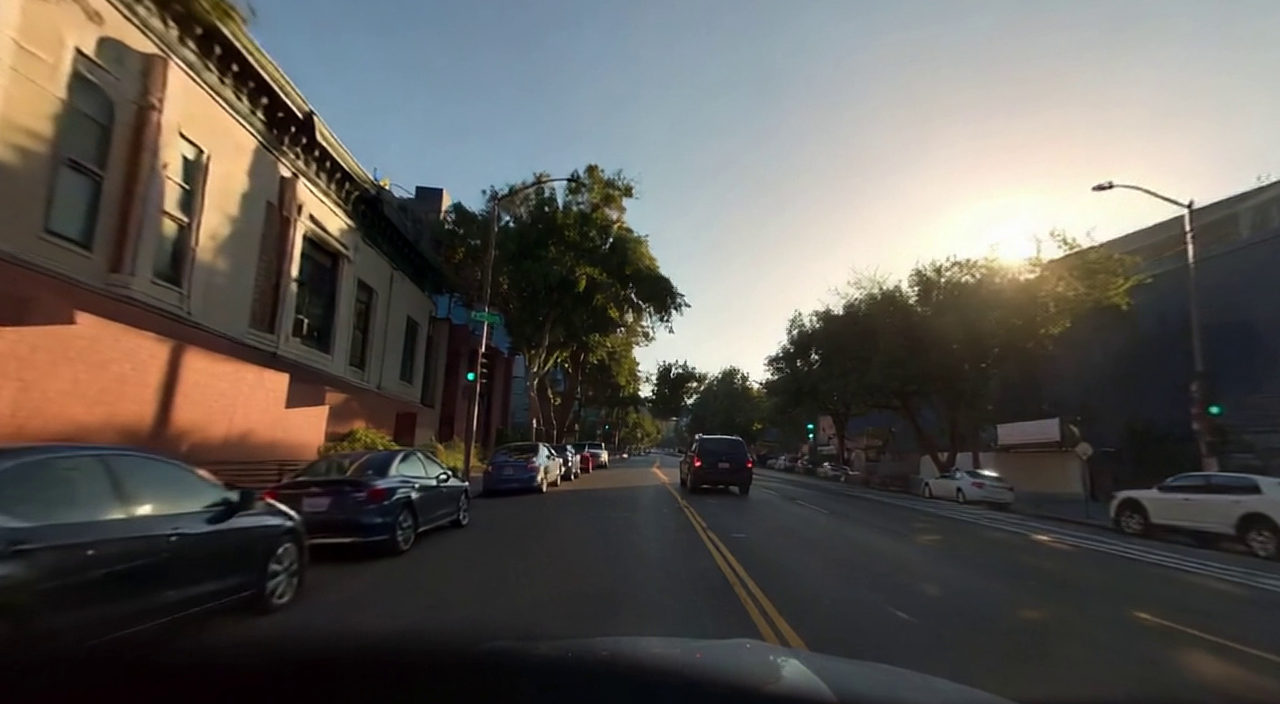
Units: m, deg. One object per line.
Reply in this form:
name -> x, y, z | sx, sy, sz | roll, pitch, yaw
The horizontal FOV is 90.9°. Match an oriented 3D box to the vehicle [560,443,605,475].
vehicle -> -3.153, 5.930, 35.214 | 1.933, 1.652, 4.508 | 0, -9, 2

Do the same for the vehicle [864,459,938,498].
vehicle -> 13.382, 6.500, 32.627 | 2.036, 1.704, 4.401 | 3, -9, 1

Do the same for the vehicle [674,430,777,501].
vehicle -> 2.455, 3.499, 19.989 | 2.411, 1.899, 5.993 | 0, -9, 0

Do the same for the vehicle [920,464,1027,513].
vehicle -> 13.278, 5.418, 25.421 | 1.866, 1.554, 4.393 | 1, -8, -1

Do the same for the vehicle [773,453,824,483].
vehicle -> 9.748, 7.136, 39.009 | 2.022, 1.512, 4.120 | 5, -9, 0

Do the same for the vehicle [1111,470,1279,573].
vehicle -> 13.286, 3.670, 13.928 | 2.189, 1.753, 4.376 | 4, -8, -5

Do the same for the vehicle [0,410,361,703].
vehicle -> -3.565, 1.115, 3.467 | 1.989, 1.467, 4.350 | 0, -8, 1

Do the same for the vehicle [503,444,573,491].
vehicle -> -3.504, 4.035, 22.431 | 1.842, 1.497, 4.238 | 0, -8, -1

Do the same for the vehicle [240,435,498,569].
vehicle -> -3.565, 2.023, 9.322 | 1.822, 1.488, 4.271 | 0, -8, 1
